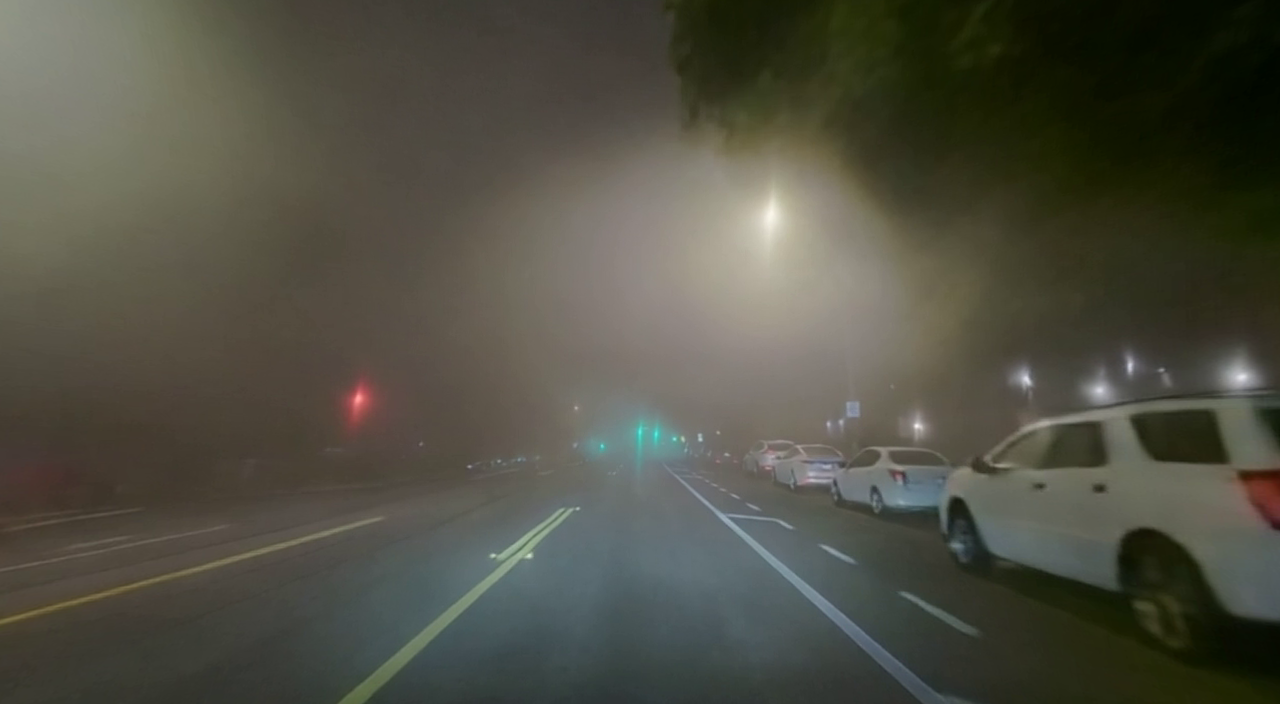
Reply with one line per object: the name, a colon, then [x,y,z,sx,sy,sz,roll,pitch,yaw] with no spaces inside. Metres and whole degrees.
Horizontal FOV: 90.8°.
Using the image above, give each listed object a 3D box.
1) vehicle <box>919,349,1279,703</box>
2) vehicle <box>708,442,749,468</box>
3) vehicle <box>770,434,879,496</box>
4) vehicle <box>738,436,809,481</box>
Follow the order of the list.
vehicle: [4.210,1.108,4.648,2.272,1.744,4.324,0,-9,-1]
vehicle: [5.346,6.274,38.594,1.837,1.532,3.886,0,-9,-2]
vehicle: [5.453,3.423,19.289,1.974,1.548,4.160,-3,-10,0]
vehicle: [5.385,4.336,26.047,1.990,1.694,4.179,0,-9,-1]
